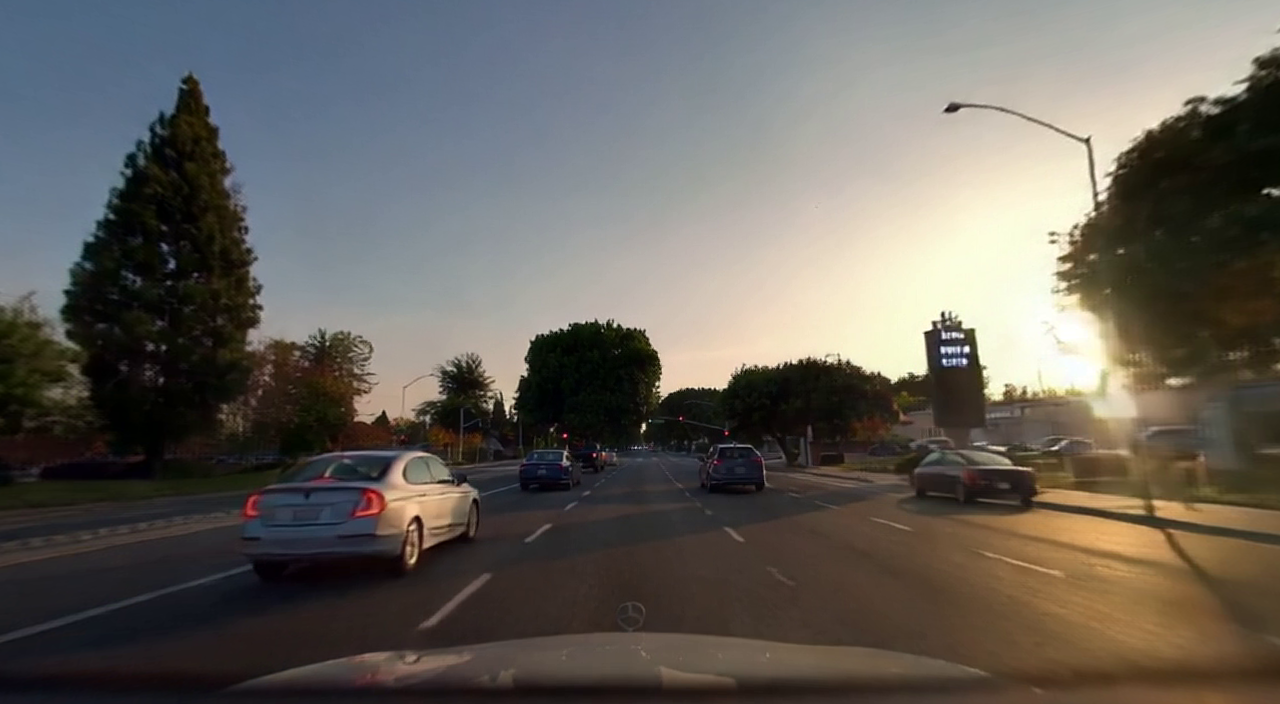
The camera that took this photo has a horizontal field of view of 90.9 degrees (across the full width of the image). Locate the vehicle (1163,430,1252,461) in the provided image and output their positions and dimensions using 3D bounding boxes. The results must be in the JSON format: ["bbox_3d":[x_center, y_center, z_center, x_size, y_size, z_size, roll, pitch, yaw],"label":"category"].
[{"bbox_3d":[29.292,4.827,32.702,1.793,1.478,4.462,-5,-9,20],"label":"vehicle"}]

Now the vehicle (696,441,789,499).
[{"bbox_3d":[2.887,3.429,18.734,2.004,1.512,4.206,0,-9,-1],"label":"vehicle"}]

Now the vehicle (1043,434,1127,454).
[{"bbox_3d":[34.399,7.156,48.852,1.830,1.465,4.910,4,-10,-26],"label":"vehicle"}]

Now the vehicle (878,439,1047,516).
[{"bbox_3d":[7.499,2.926,15.340,2.070,1.547,4.941,-1,-9,8],"label":"vehicle"}]

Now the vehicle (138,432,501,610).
[{"bbox_3d":[-3.150,1.736,7.479,1.952,1.457,4.372,0,-9,1],"label":"vehicle"}]

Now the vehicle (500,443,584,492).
[{"bbox_3d":[-3.258,3.951,22.000,2.087,1.494,4.626,0,-9,2],"label":"vehicle"}]
